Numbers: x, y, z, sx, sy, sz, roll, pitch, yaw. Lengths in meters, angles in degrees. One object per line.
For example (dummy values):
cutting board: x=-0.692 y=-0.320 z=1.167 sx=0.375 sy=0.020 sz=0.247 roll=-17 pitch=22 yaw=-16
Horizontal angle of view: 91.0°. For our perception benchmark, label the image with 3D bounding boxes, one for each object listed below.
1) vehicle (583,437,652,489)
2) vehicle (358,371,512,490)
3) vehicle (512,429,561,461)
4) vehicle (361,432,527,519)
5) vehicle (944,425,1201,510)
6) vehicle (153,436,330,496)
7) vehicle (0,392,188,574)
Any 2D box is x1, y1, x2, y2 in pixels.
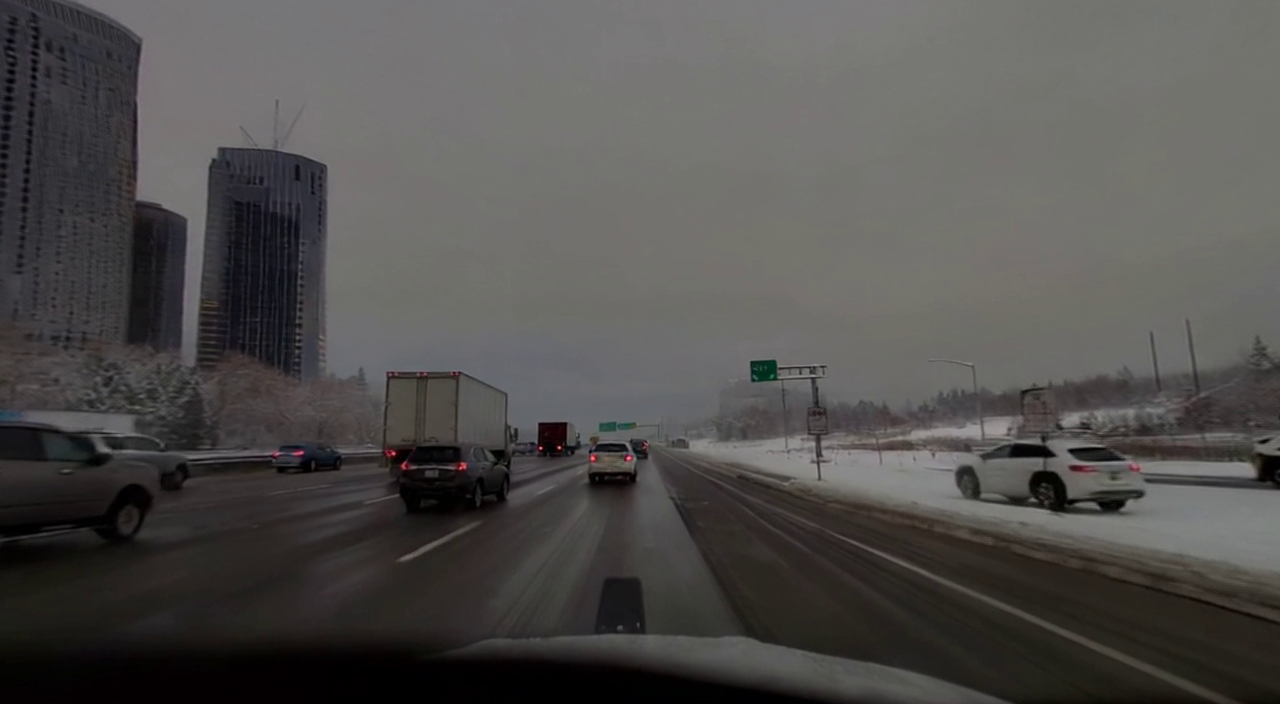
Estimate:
vehicle: x=-0.641 y=3.492 z=20.150 sx=1.991 sy=1.488 sz=3.922 roll=0 pitch=-8 yaw=0
vehicle: x=-6.668 y=2.822 z=22.093 sx=2.955 sy=3.359 sz=8.322 roll=0 pitch=-8 yaw=-3
vehicle: x=-6.994 y=6.353 z=43.040 sx=2.339 sy=2.059 sz=5.359 roll=0 pitch=-8 yaw=1
vehicle: x=-3.818 y=2.482 z=13.204 sx=2.016 sy=1.497 sz=4.235 roll=0 pitch=-8 yaw=2
vehicle: x=11.694 y=3.139 z=17.744 sx=2.415 sy=1.972 sz=5.572 roll=2 pitch=-9 yaw=-15
vehicle: x=-11.111 y=3.194 z=18.101 sx=1.987 sy=1.495 sz=4.710 roll=0 pitch=-8 yaw=0
vehicle: x=-7.563 y=1.343 z=6.489 sx=2.190 sy=1.821 sz=4.800 roll=0 pitch=-8 yaw=0
